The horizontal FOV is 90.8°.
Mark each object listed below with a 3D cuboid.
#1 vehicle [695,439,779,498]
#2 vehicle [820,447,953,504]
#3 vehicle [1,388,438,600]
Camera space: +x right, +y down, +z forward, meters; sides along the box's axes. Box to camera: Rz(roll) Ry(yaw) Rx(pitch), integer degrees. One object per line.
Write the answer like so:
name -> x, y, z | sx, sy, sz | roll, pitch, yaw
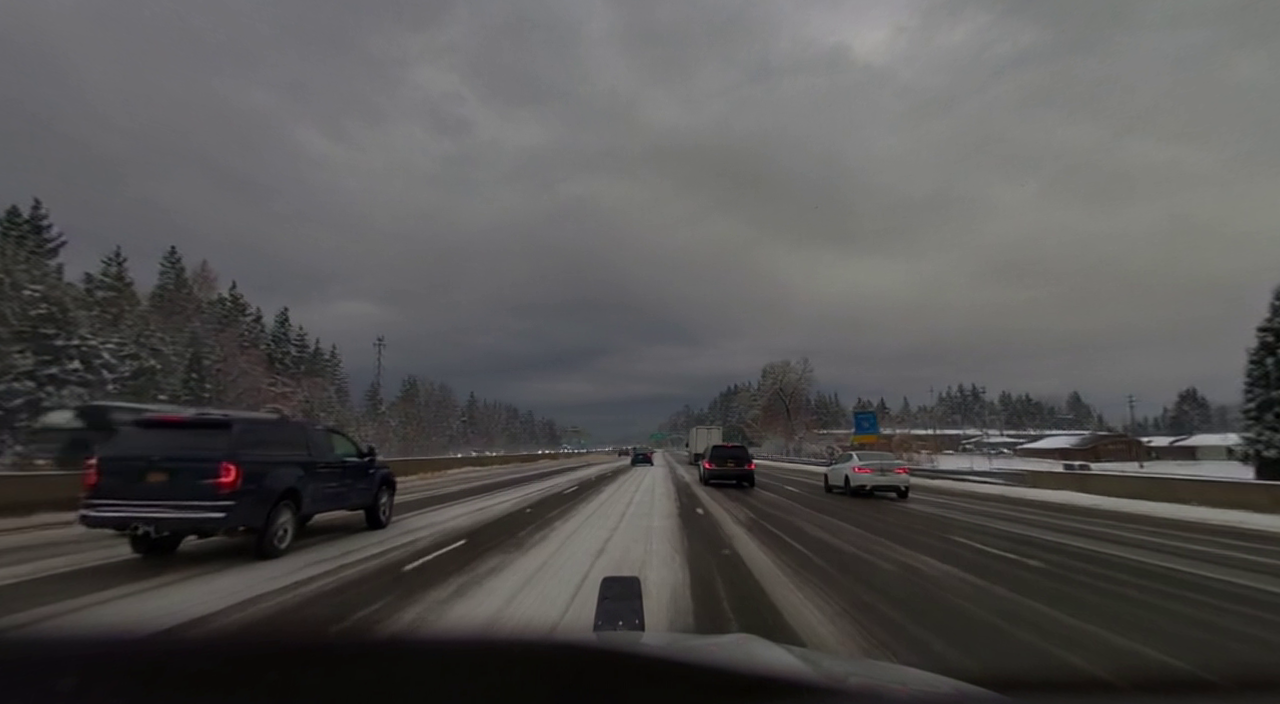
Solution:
vehicle -> 3.090, 3.823, 21.169 | 2.103, 1.717, 4.399 | 0, -8, 0
vehicle -> 7.237, 3.641, 19.190 | 2.146, 1.482, 4.665 | 0, -8, 0
vehicle -> -4.633, 1.655, 8.351 | 2.036, 1.892, 5.214 | 0, -8, 2
